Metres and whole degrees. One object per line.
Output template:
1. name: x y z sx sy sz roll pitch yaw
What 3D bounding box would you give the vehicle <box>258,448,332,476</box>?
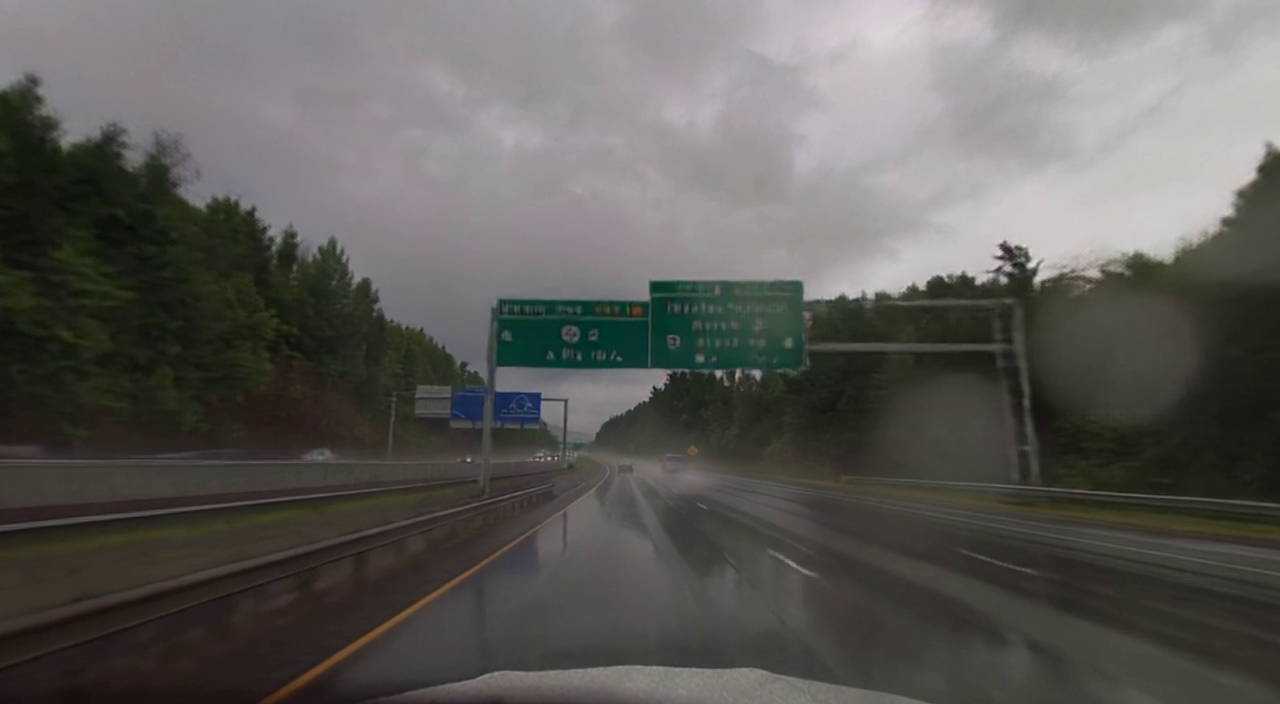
1. vehicle: -21.922 7.079 40.322 2.151 1.661 4.683 1 -10 -2
